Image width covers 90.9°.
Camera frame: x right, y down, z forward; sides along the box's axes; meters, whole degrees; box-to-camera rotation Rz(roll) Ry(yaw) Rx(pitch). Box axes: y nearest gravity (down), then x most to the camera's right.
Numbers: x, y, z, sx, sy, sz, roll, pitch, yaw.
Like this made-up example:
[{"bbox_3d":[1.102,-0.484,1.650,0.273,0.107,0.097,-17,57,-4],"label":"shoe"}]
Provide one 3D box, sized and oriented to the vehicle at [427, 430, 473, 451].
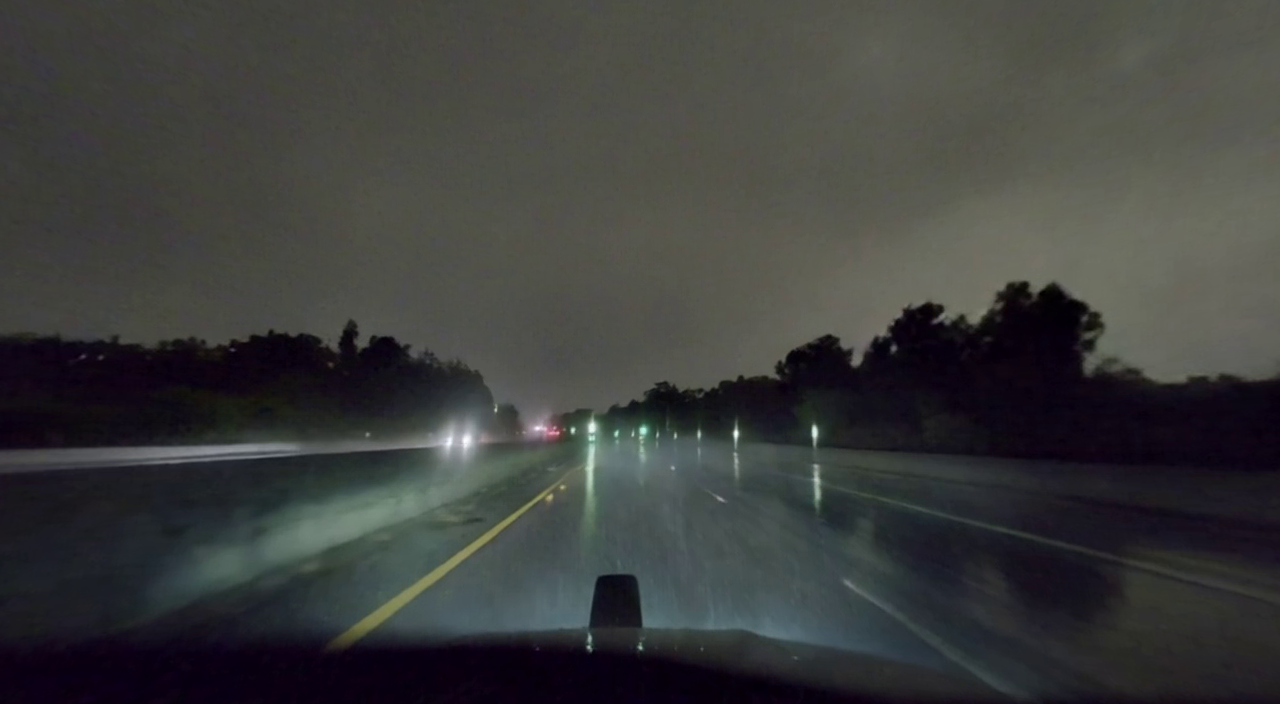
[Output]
[{"bbox_3d":[-13.977,6.538,46.605,2.090,1.486,4.511,0,-8,-2],"label":"vehicle"}]
